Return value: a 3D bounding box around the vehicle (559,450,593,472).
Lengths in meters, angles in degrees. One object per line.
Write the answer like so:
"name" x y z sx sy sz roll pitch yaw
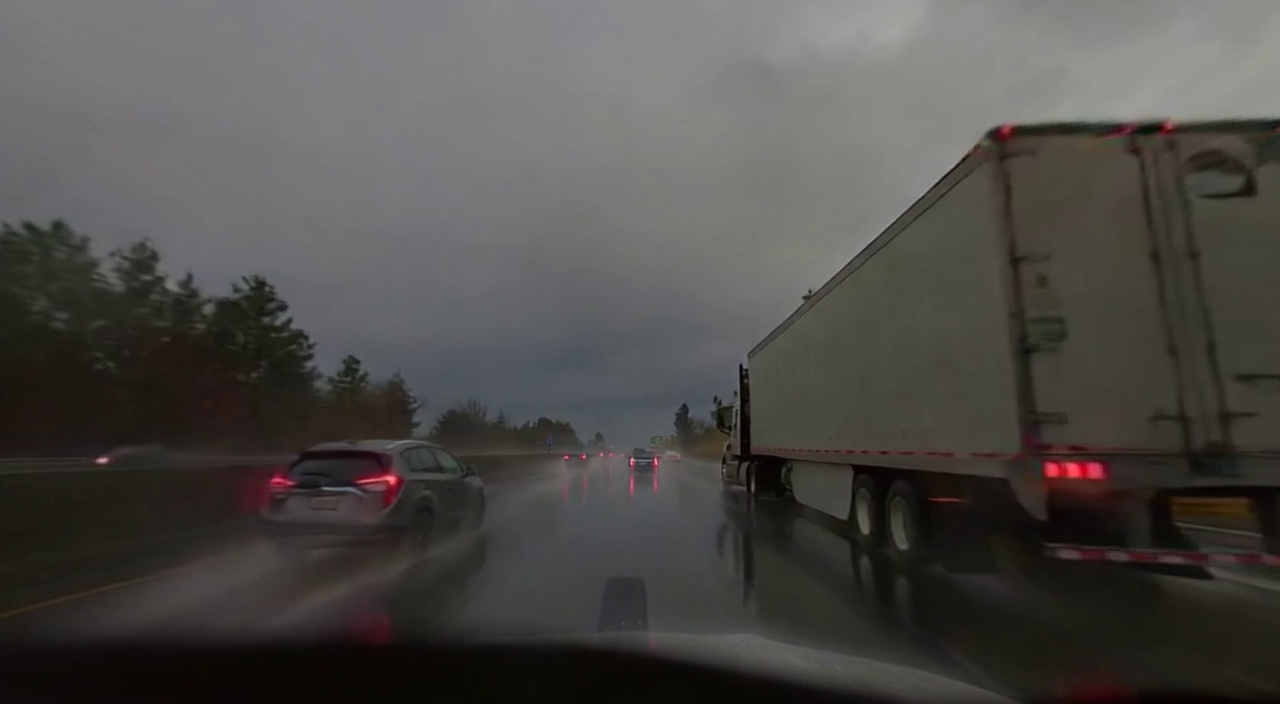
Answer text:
"vehicle" -4.494 7.728 44.924 2.017 1.460 4.382 0 -9 -1

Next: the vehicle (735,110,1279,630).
"vehicle" 4.455 1.119 12.034 2.905 4.109 14.332 0 -9 -1

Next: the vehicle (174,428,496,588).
"vehicle" -3.569 1.910 8.563 2.153 1.581 4.375 0 -9 0

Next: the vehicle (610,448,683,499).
"vehicle" 0.149 3.703 19.557 2.023 1.400 4.028 0 -9 -1
